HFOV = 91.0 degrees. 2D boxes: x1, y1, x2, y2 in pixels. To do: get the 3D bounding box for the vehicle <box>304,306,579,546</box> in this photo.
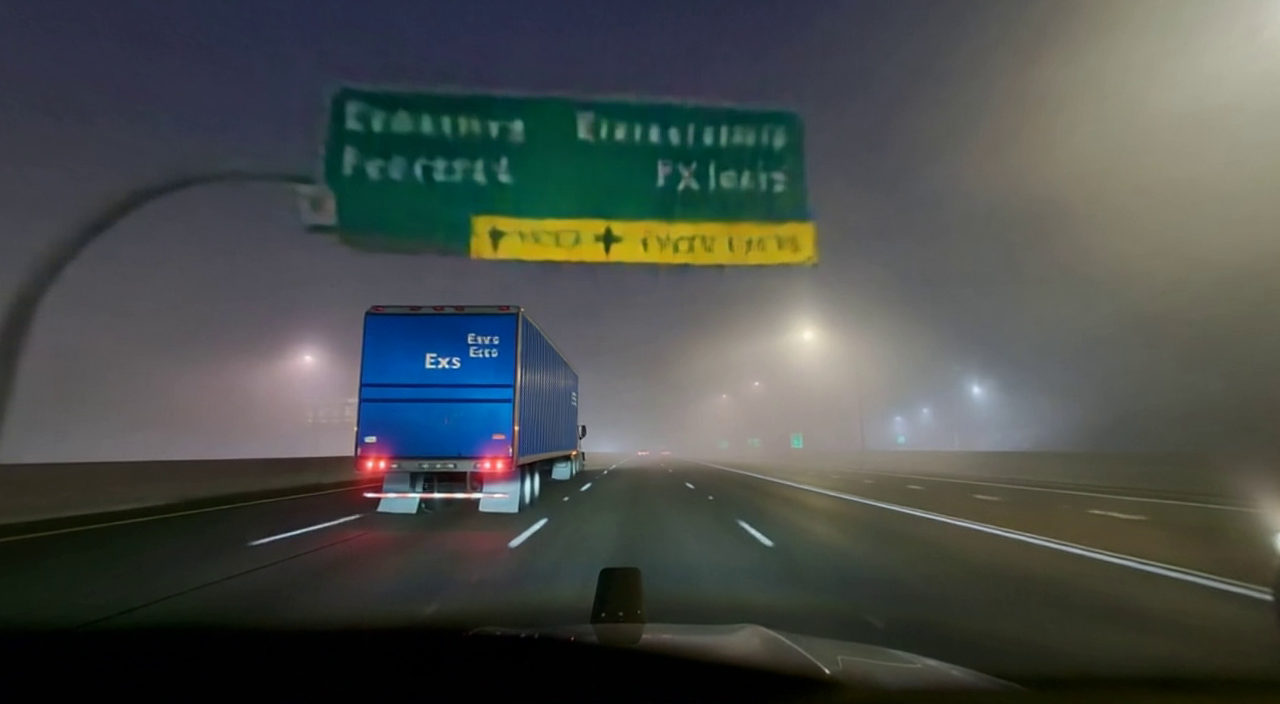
[{"bbox_3d":[-3.239,1.669,13.287,2.922,3.458,8.360,0,-9,1],"label":"vehicle"}]
